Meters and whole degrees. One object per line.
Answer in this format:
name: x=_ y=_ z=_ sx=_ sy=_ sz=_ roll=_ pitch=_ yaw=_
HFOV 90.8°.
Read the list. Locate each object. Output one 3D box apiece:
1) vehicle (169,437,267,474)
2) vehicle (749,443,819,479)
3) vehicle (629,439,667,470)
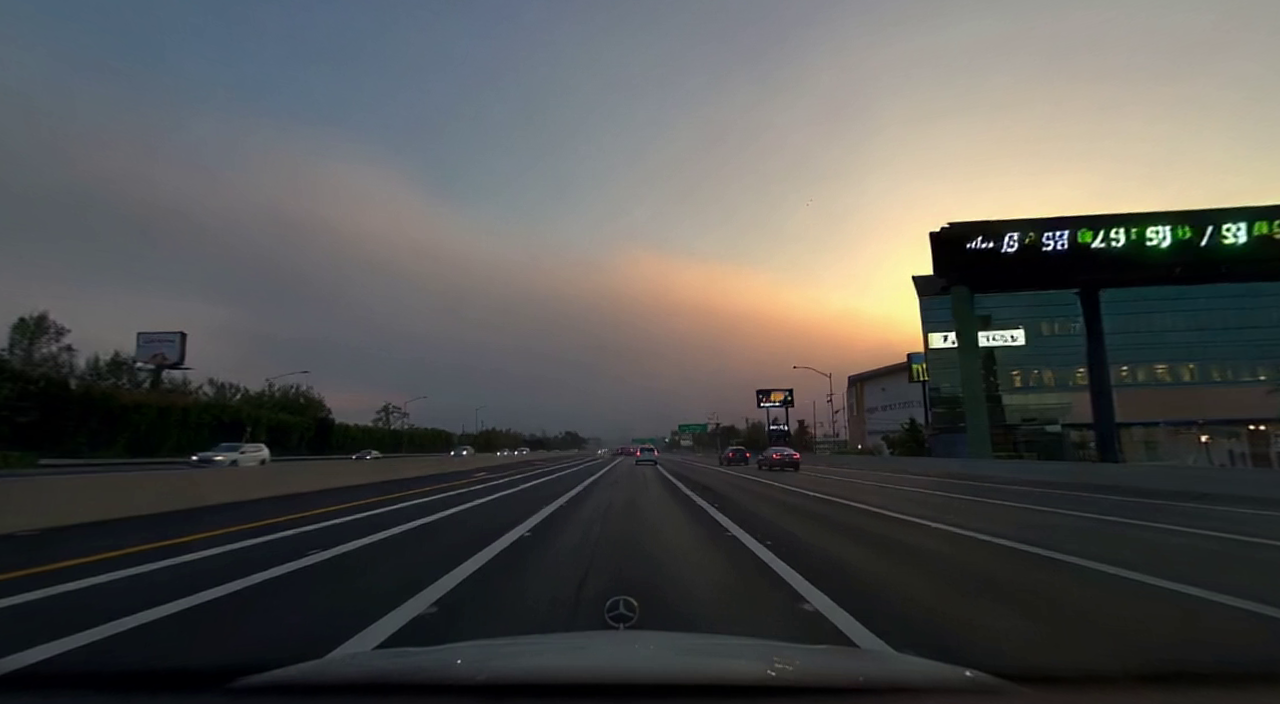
vehicle: x=-25.188 y=6.200 z=38.057 sx=2.244 sy=1.998 sz=5.376 roll=0 pitch=-9 yaw=-1
vehicle: x=6.361 y=4.847 z=28.427 sx=1.976 sy=1.477 sz=4.448 roll=0 pitch=-9 yaw=-2
vehicle: x=0.441 y=6.376 z=39.438 sx=2.154 sy=1.786 sz=5.045 roll=0 pitch=-9 yaw=-2
